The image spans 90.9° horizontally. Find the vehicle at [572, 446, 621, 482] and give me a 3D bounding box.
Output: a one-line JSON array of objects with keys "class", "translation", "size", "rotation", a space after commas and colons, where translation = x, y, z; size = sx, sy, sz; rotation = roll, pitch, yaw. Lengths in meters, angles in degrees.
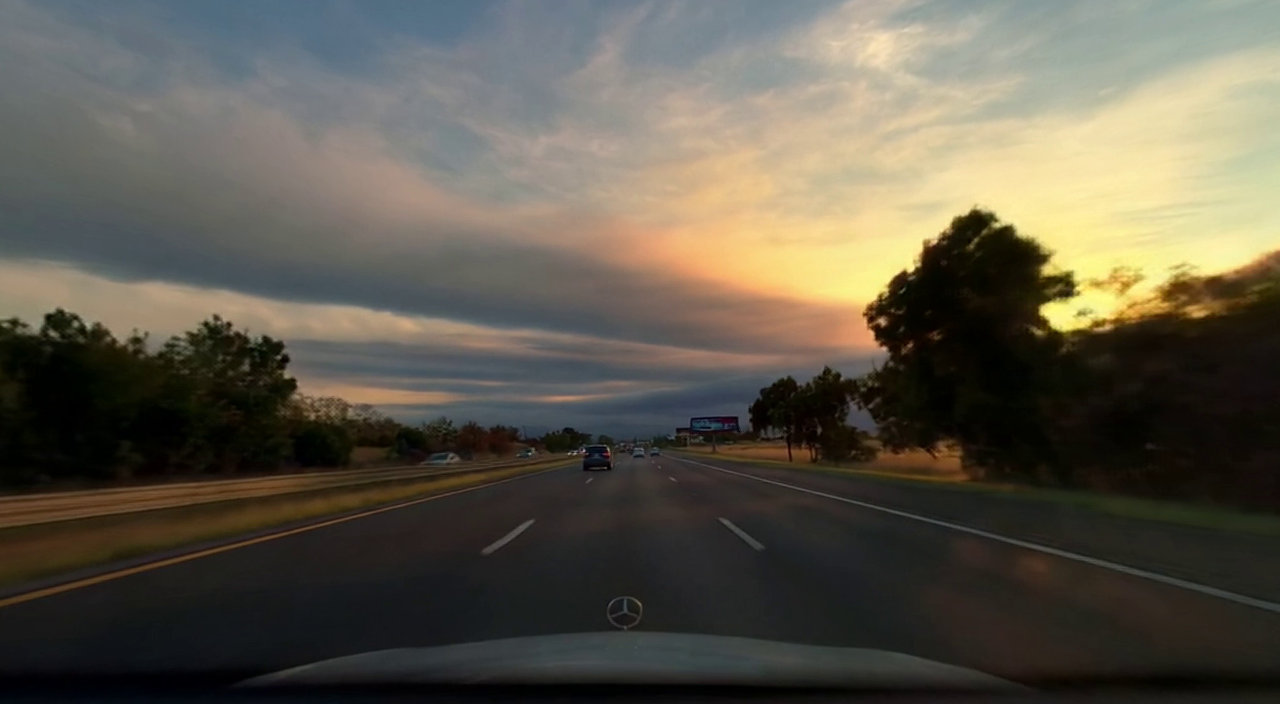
[{"class": "vehicle", "translation": [-1.875, 5.014, 28.468], "size": [1.916, 1.494, 4.335], "rotation": [0, -9, 0]}]
